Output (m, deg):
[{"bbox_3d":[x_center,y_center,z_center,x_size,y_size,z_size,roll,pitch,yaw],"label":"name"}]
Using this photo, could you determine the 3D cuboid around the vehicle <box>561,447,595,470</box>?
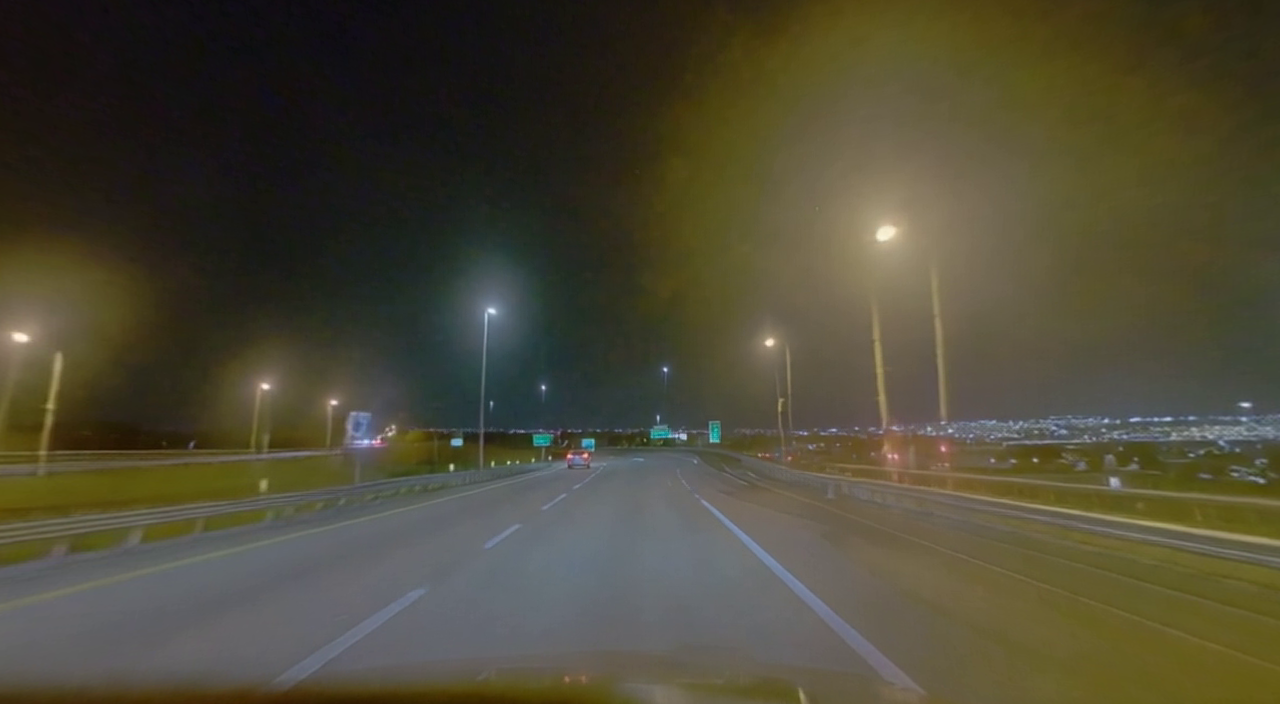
[{"bbox_3d":[-4.556,7.922,46.944,2.234,1.588,4.484,1,-8,-2],"label":"vehicle"}]
